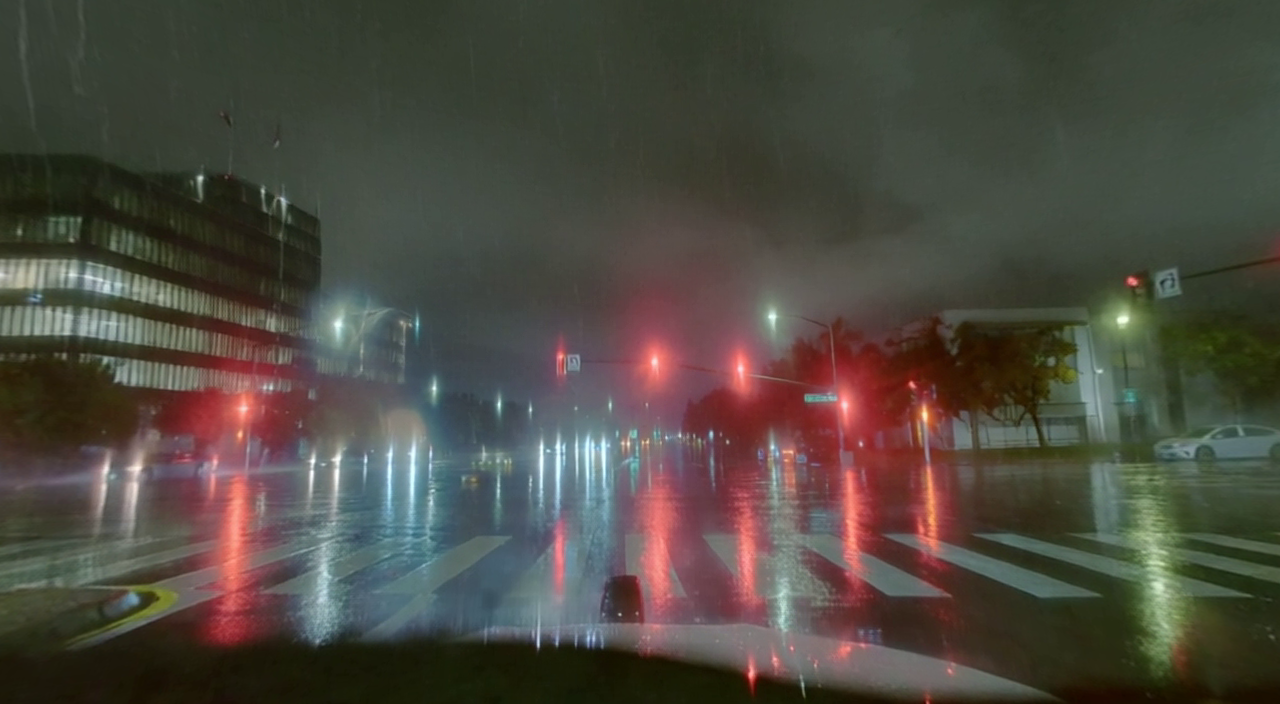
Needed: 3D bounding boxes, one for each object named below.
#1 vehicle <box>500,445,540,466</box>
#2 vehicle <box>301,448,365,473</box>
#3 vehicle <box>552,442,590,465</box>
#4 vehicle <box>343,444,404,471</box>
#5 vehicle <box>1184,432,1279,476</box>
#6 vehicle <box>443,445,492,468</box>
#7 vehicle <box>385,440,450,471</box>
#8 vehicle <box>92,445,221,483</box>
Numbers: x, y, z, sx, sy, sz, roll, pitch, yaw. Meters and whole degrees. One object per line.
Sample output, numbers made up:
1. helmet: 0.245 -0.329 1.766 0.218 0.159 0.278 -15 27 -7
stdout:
1. vehicle: -8.084 7.006 42.615 1.910 1.321 3.692 0 -9 1
2. vehicle: -21.423 7.566 44.129 1.929 1.619 4.577 -1 -9 4
3. vehicle: -4.518 6.717 41.685 1.954 1.431 4.050 -1 -9 2
4. vehicle: -18.544 7.347 44.012 2.237 1.801 4.541 0 -9 1
5. vehicle: 22.326 3.582 22.235 4.474 1.477 1.908 0 -9 -3
6. vehicle: -11.623 7.072 42.703 1.911 1.476 4.297 -1 -9 2
7. vehicle: -15.120 7.036 43.157 2.340 1.946 5.450 0 -9 2
8. vehicle: -25.350 5.843 33.236 2.032 1.839 4.884 -5 -10 27
